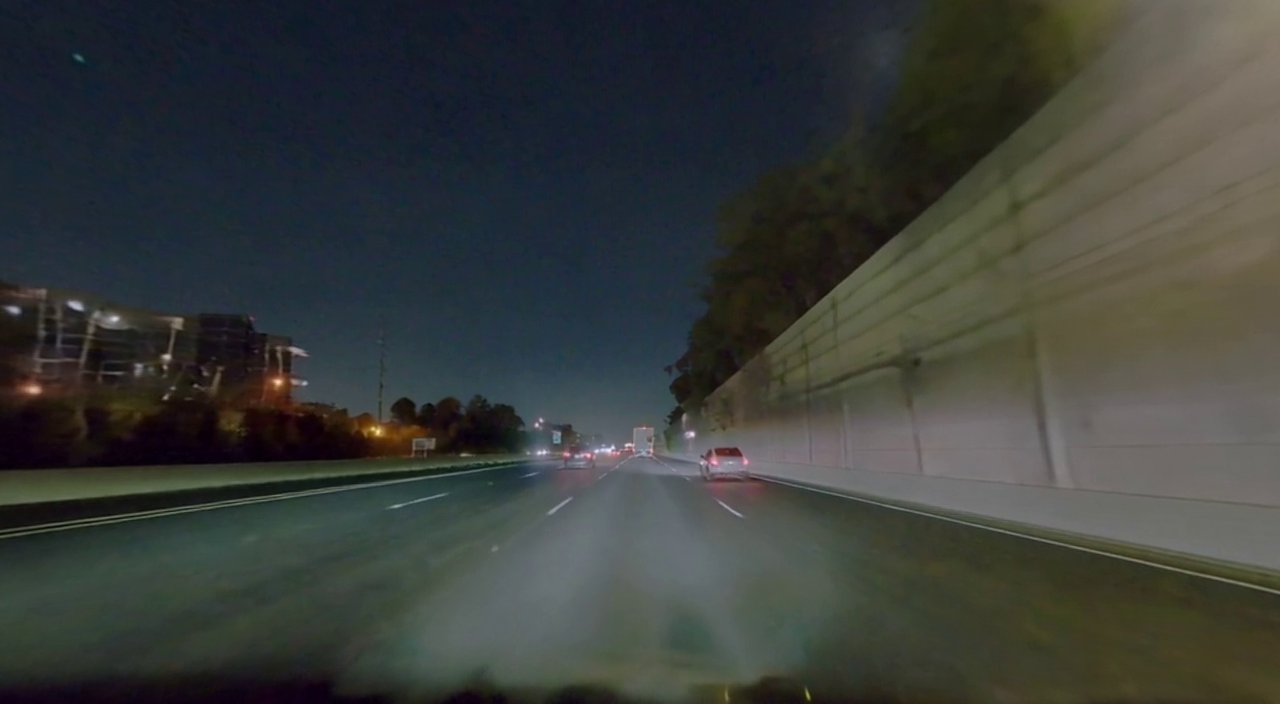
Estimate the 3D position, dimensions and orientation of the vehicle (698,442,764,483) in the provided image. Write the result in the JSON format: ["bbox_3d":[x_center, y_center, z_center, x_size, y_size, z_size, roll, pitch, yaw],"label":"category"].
[{"bbox_3d":[3.667,4.562,26.227,1.973,1.536,4.337,0,-9,-2],"label":"vehicle"}]

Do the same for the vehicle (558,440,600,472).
[{"bbox_3d":[-3.661,6.368,38.701,2.014,1.811,4.369,0,-9,1],"label":"vehicle"}]
